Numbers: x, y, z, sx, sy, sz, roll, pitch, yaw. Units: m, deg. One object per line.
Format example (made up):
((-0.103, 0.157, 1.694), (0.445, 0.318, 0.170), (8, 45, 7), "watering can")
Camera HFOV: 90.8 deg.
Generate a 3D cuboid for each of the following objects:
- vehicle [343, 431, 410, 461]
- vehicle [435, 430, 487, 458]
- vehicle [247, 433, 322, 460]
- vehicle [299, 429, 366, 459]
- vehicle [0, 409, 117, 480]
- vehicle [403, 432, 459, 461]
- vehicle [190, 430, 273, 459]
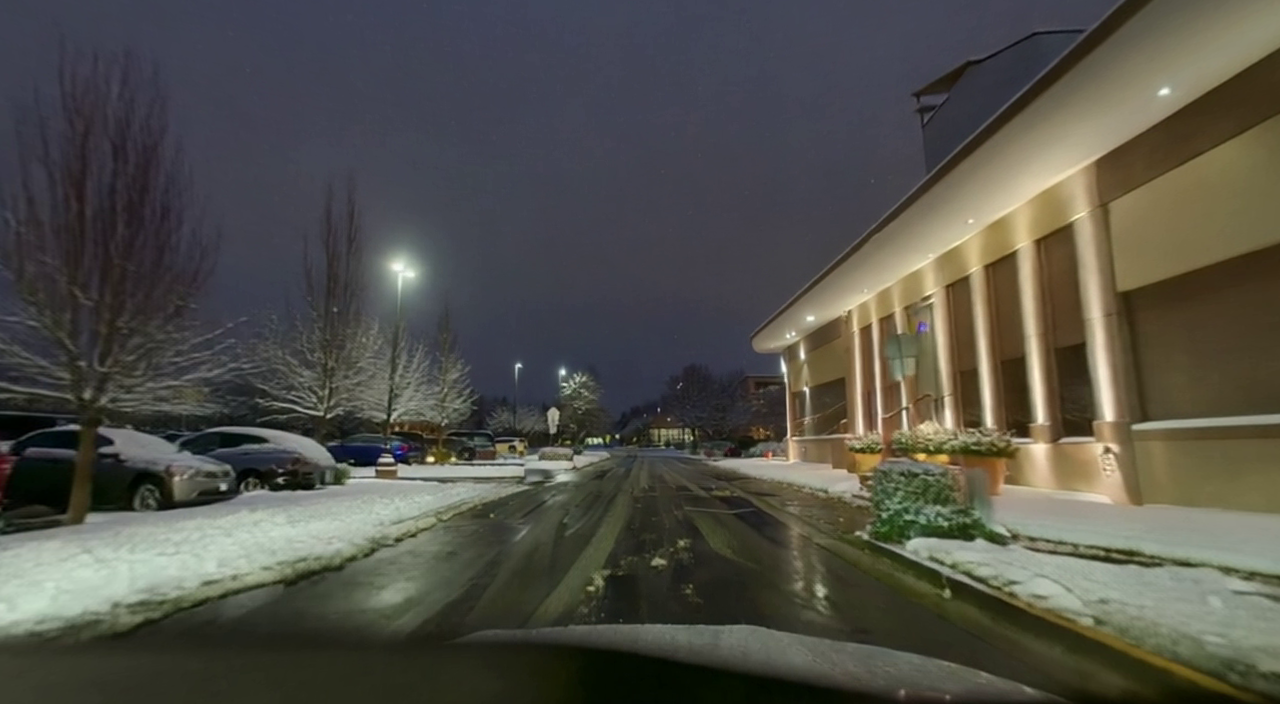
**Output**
((-15.281, 5.480, 36.867), (1.928, 1.613, 4.197), (0, -8, 3), "vehicle")
((-12.117, 6.289, 43.197), (2.058, 1.832, 5.009), (0, -8, 0), "vehicle")
((-20.640, 5.494, 36.827), (1.909, 1.474, 3.908), (0, -8, 3), "vehicle")
((-18.068, 5.477, 37.315), (1.902, 1.645, 3.903), (0, -9, 1), "vehicle")
((-18.369, 2.715, 18.543), (1.972, 1.923, 4.535), (0, -8, 1), "vehicle")
((-12.241, 5.564, 37.273), (1.892, 1.597, 4.259), (0, -8, -1), "vehicle")
((-23.624, 5.370, 36.740), (1.773, 1.498, 4.085), (3, -8, 6), "vehicle")
